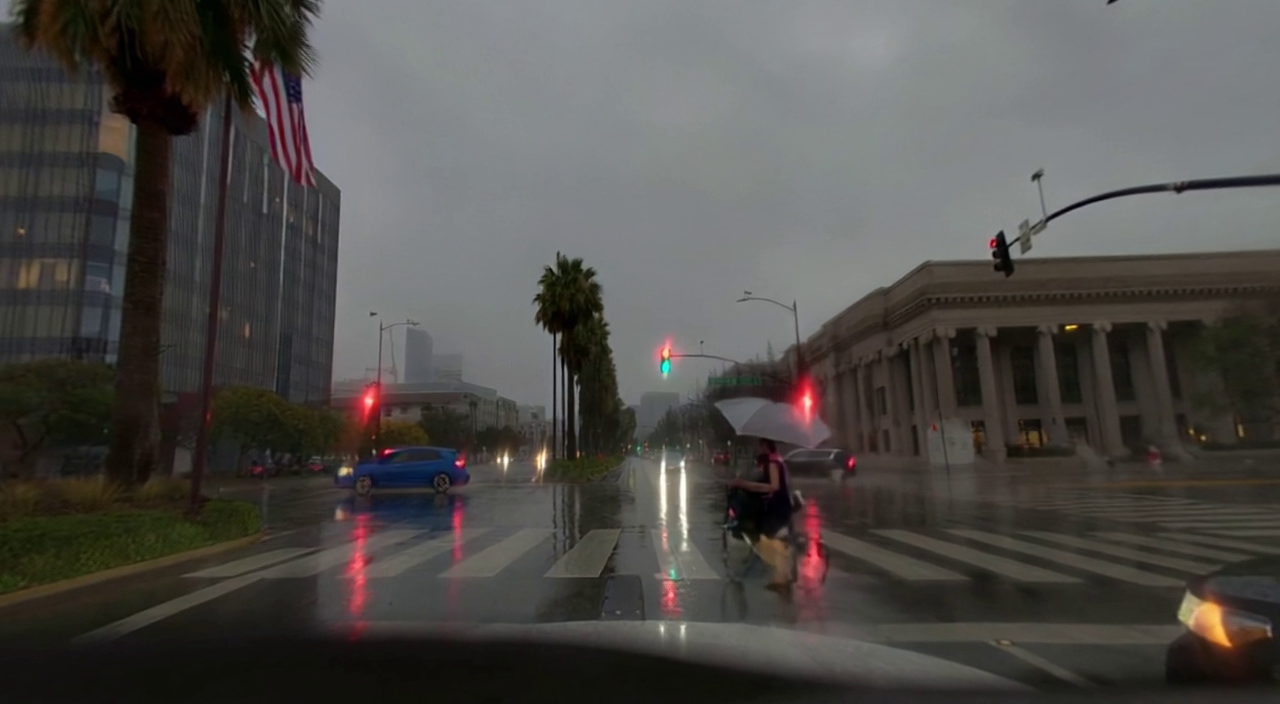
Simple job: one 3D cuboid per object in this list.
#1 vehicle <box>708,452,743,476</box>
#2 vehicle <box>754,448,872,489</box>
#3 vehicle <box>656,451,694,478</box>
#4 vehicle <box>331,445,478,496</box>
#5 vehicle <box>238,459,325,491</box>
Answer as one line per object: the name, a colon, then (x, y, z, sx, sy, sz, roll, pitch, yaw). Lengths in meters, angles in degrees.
vehicle: (6.556, 8.581, 48.688, 2.176, 1.690, 4.138, 0, -8, 1)
vehicle: (7.183, 4.795, 26.368, 4.273, 1.525, 2.000, -6, -10, 32)
vehicle: (2.512, 8.222, 46.501, 2.325, 1.810, 4.827, 0, -8, -2)
vehicle: (-7.991, 4.048, 21.904, 4.499, 1.594, 1.898, 2, -9, -13)
vehicle: (-19.948, 6.859, 35.413, 2.069, 1.540, 4.774, 0, -8, 0)
